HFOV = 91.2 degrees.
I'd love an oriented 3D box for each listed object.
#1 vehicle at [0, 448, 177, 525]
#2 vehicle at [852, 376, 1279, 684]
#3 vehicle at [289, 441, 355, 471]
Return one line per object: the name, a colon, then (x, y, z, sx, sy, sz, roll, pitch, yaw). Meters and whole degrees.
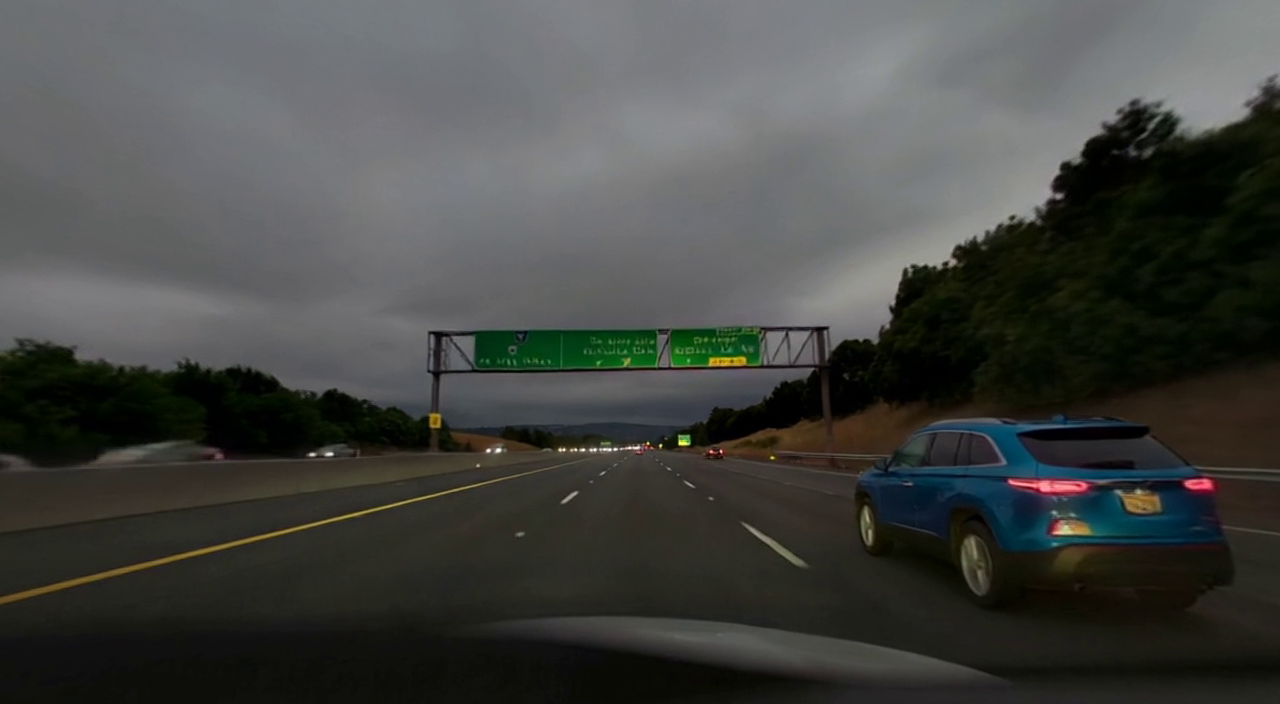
vehicle: (-10.784, 2.423, 11.753, 1.557, 1.199, 3.465, 0, -9, 0)
vehicle: (3.604, 1.318, 5.702, 1.784, 1.733, 4.141, 0, -9, -1)
vehicle: (-21.959, 7.213, 43.557, 2.017, 1.959, 4.838, 0, -9, 0)
